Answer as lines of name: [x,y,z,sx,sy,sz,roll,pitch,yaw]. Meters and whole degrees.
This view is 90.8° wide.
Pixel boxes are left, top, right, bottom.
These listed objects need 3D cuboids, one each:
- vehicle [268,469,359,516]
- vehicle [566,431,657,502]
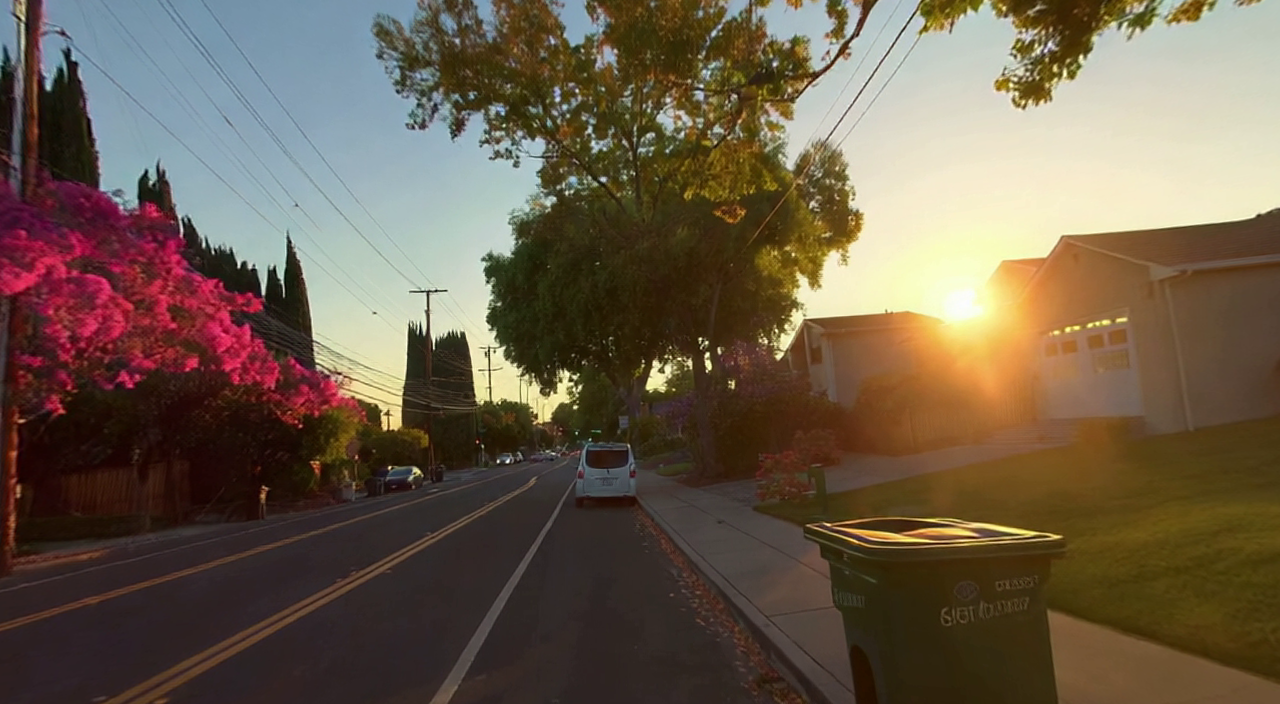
vehicle: [-13.790,5.914,26.972,1.982,1.660,4.142,1,-8,-6]
vehicle: [-0.846,3.074,17.393,2.190,1.708,4.115,0,-8,-4]
